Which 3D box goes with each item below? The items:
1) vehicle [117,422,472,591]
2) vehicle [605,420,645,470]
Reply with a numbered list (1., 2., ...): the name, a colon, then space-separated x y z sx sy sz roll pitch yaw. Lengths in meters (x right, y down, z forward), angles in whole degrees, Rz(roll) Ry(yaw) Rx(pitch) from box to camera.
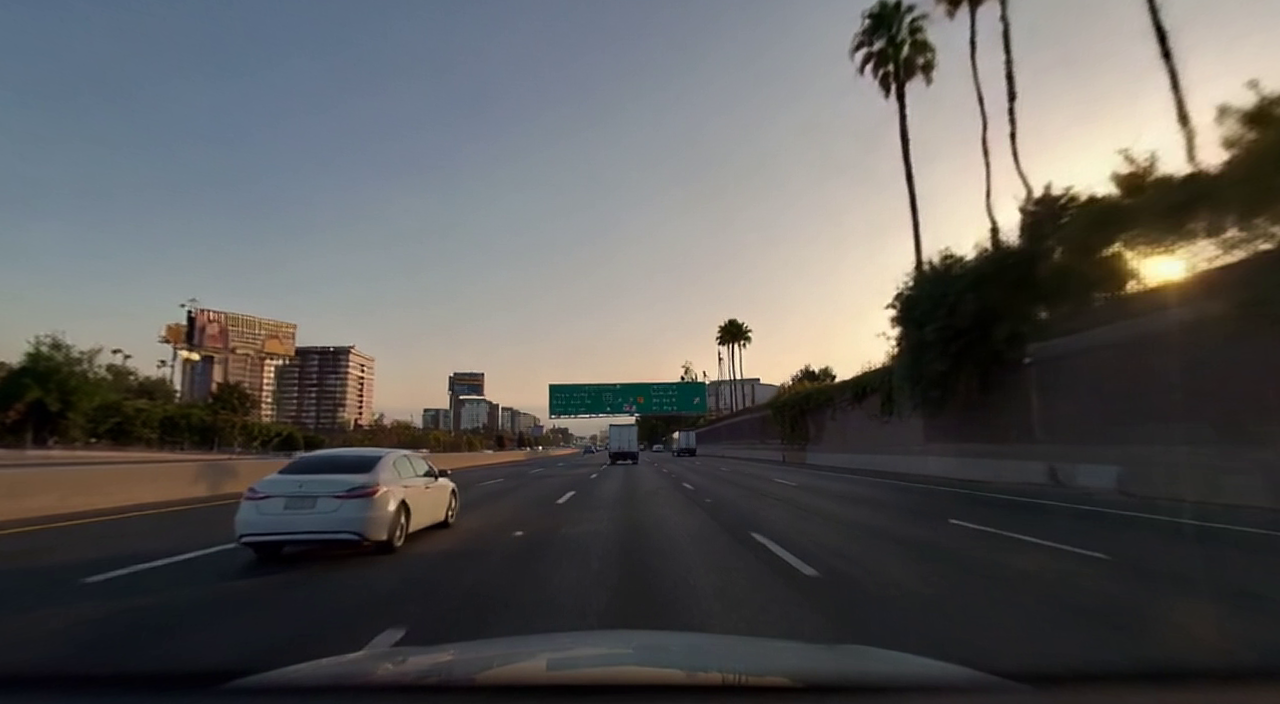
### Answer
1. vehicle: -3.963 1.844 8.545 2.021 1.598 4.887 0 -8 0
2. vehicle: -0.980 5.964 40.466 2.364 2.953 6.495 0 -8 -2
